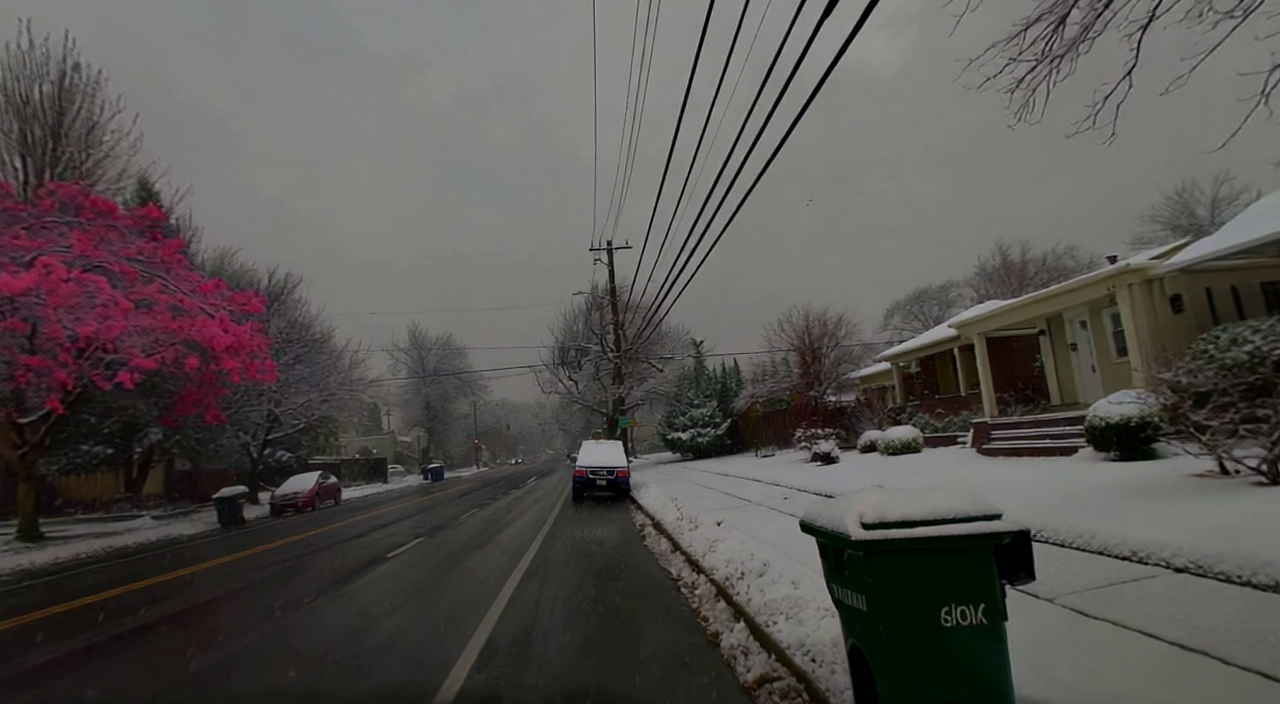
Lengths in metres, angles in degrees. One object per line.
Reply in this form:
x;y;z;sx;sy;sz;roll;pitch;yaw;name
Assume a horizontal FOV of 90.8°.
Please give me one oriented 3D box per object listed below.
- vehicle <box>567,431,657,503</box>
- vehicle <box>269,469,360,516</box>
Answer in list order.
-0.825;3.080;17.386;2.190;1.708;4.115;0;-8;-4;vehicle
-13.763;5.921;26.985;1.982;1.660;4.142;1;-8;-6;vehicle
